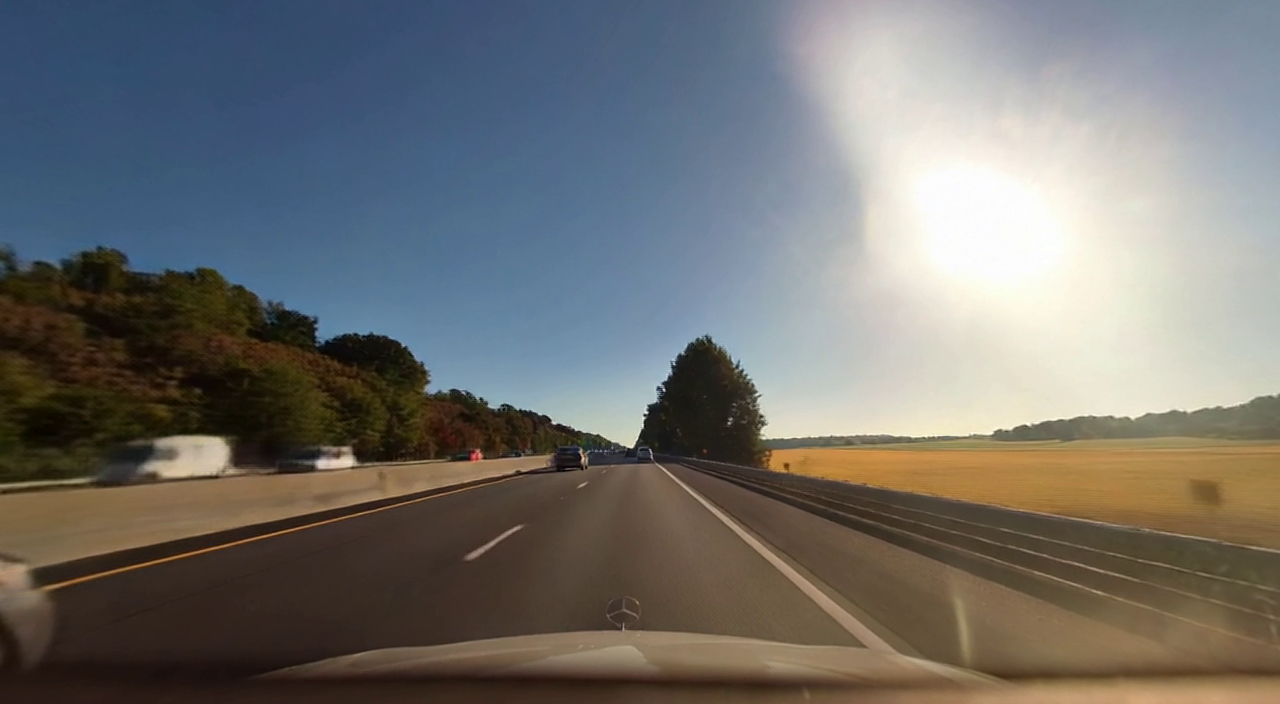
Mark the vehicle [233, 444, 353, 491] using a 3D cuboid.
[{"bbox_3d":[-12.598,4.214,23.257,1.943,1.550,4.277,0,-9,0],"label":"vehicle"}]

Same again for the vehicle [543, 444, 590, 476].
[{"bbox_3d":[-4.053,6.045,35.562,2.095,1.664,4.305,0,-9,0],"label":"vehicle"}]
